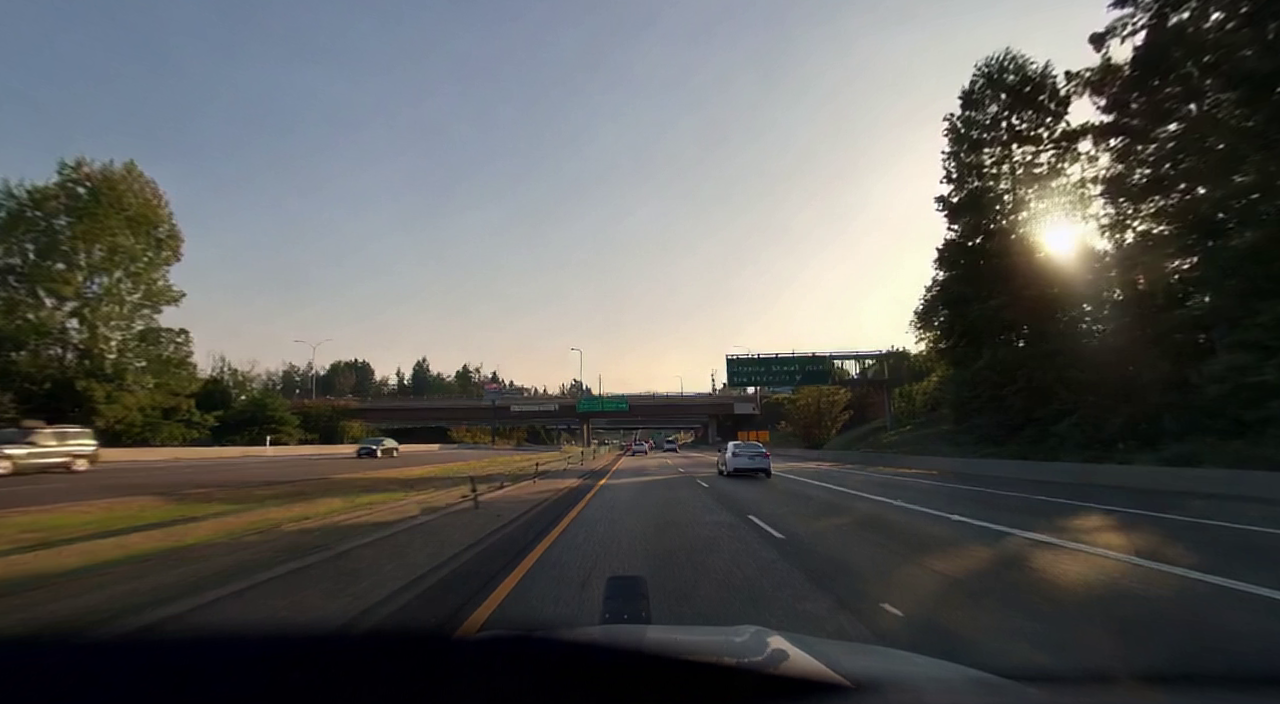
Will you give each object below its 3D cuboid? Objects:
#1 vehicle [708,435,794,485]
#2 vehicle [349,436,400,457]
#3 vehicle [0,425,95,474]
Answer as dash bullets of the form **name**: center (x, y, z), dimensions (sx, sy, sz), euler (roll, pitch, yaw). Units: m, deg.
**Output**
- **vehicle**: center (3.626, 3.614, 21.446), dimensions (2.091, 1.482, 4.522), euler (0, -8, 0)
- **vehicle**: center (-19.625, 7.002, 46.746), dimensions (1.938, 1.456, 4.255), euler (0, -8, 0)
- **vehicle**: center (-20.050, 3.094, 20.086), dimensions (1.787, 1.459, 3.907), euler (0, -8, 0)
